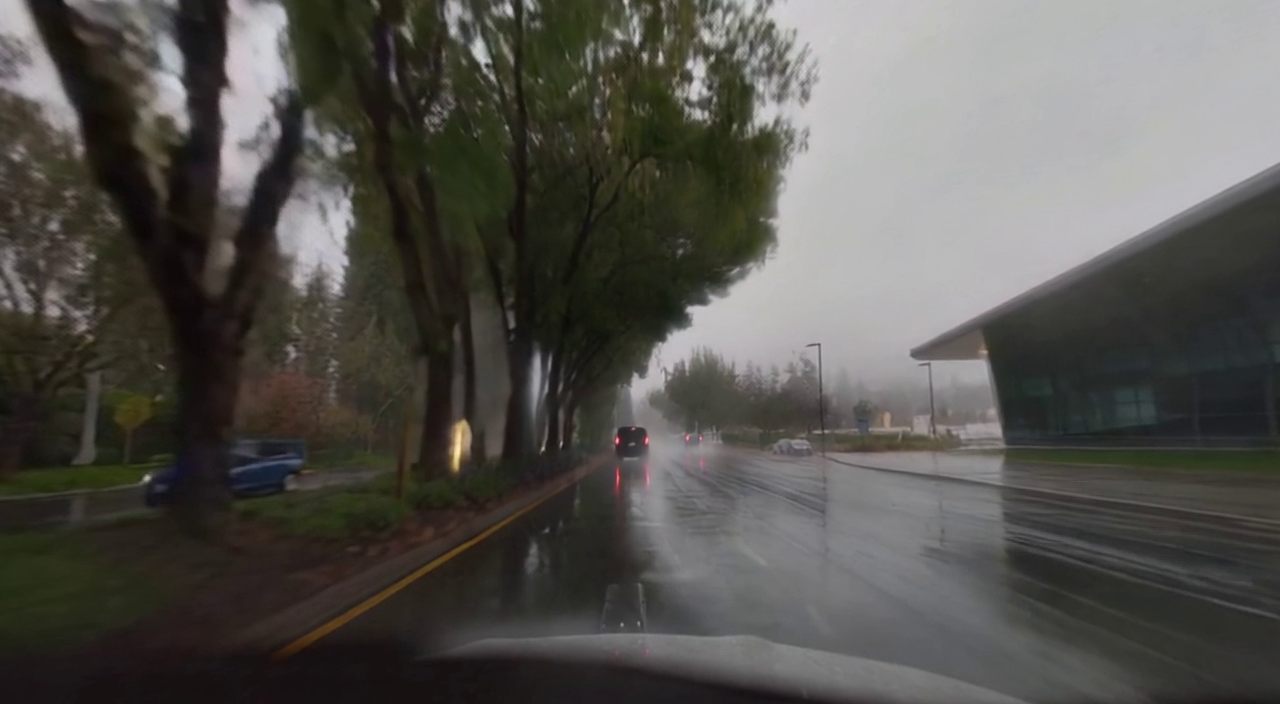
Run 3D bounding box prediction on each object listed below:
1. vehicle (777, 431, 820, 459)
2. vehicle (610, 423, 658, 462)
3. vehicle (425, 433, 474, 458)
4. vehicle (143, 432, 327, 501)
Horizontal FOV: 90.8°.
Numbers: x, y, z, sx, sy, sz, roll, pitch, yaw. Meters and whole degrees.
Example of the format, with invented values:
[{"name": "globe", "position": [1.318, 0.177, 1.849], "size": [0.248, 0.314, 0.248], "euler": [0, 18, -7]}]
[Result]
[{"name": "vehicle", "position": [11.008, 6.510, 44.152], "size": [2.364, 1.781, 4.854], "euler": [-1, -9, 8]}, {"name": "vehicle", "position": [-0.328, 4.992, 34.728], "size": [2.411, 1.937, 5.186], "euler": [0, -8, -1]}, {"name": "vehicle", "position": [-13.527, 6.656, 45.113], "size": [1.929, 1.676, 5.134], "euler": [0, -9, 0]}, {"name": "vehicle", "position": [-10.764, 3.068, 17.326], "size": [1.979, 1.605, 4.550], "euler": [0, -9, 1]}]
